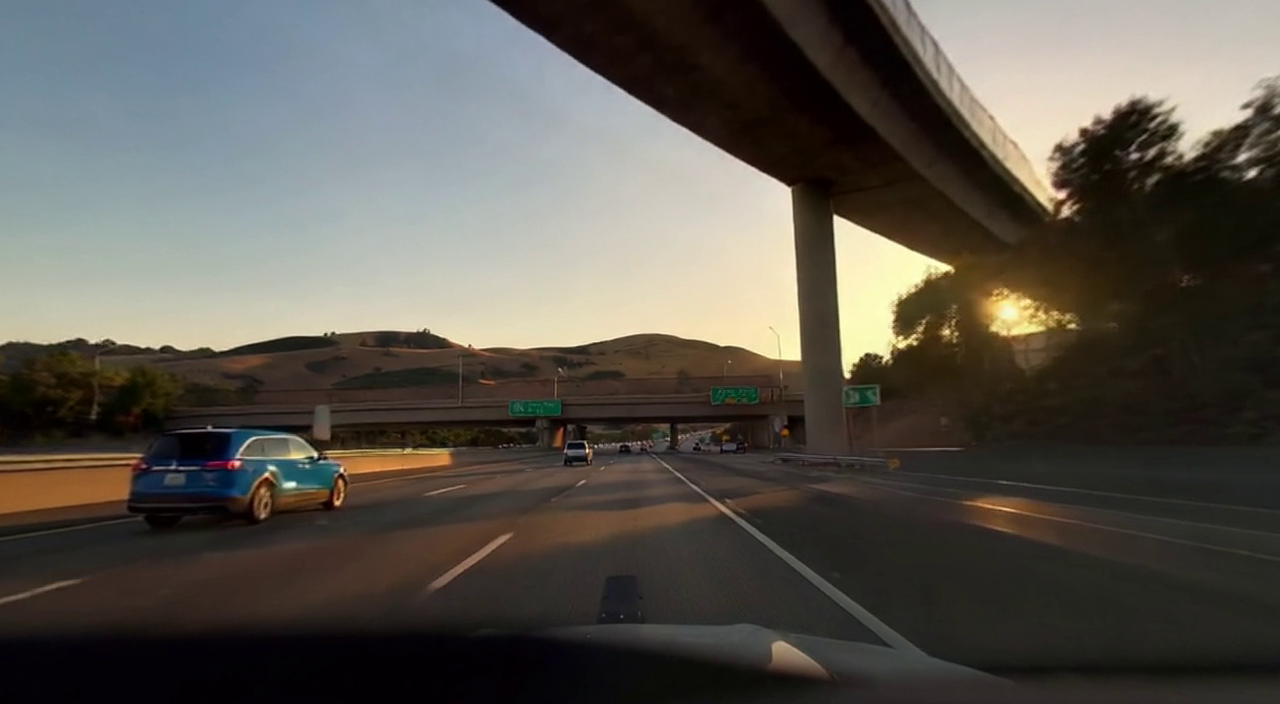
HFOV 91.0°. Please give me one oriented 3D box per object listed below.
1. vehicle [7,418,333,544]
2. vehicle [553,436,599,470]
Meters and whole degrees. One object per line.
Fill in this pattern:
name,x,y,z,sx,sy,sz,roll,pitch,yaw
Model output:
vehicle,-7.613,2.121,11.032,2.092,1.712,4.627,0,-9,1
vehicle,-3.702,5.947,37.348,2.144,1.847,4.850,0,-8,1
